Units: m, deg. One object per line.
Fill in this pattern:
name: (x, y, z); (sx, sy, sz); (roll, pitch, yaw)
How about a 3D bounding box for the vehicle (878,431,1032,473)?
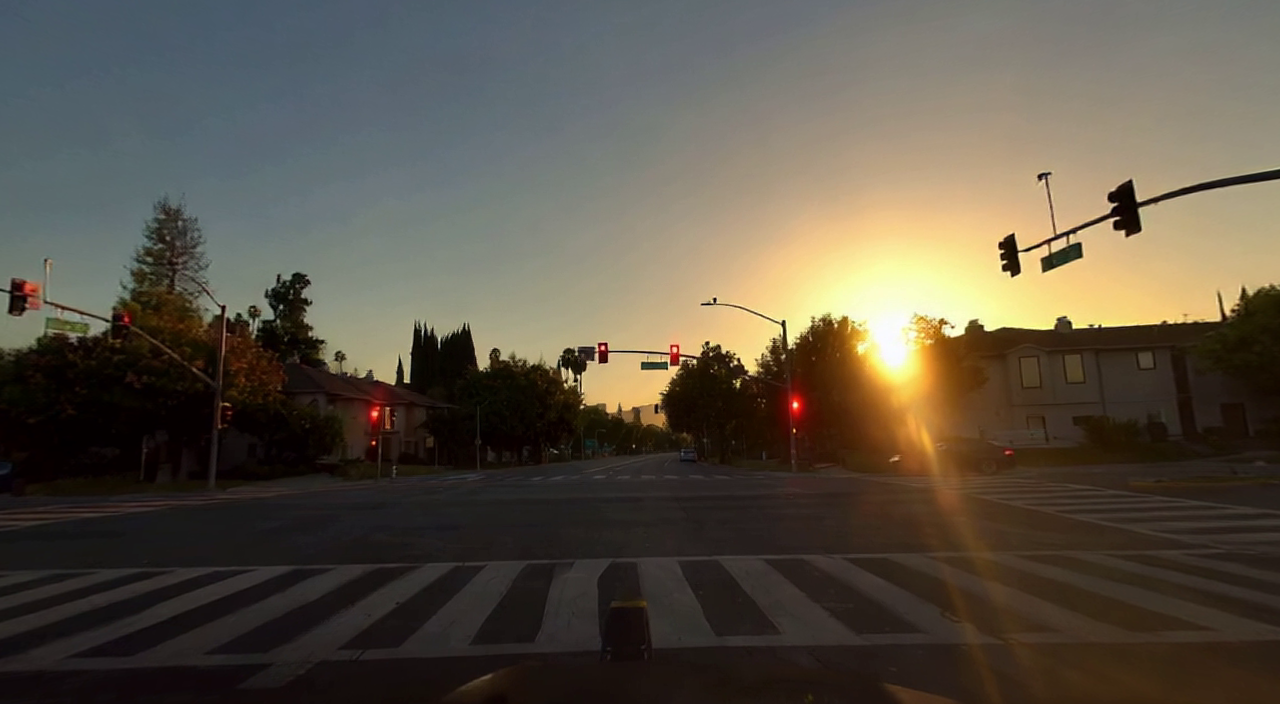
vehicle: (11.306, 3.614, 22.840); (4.562, 1.460, 1.822); (0, -8, -1)
